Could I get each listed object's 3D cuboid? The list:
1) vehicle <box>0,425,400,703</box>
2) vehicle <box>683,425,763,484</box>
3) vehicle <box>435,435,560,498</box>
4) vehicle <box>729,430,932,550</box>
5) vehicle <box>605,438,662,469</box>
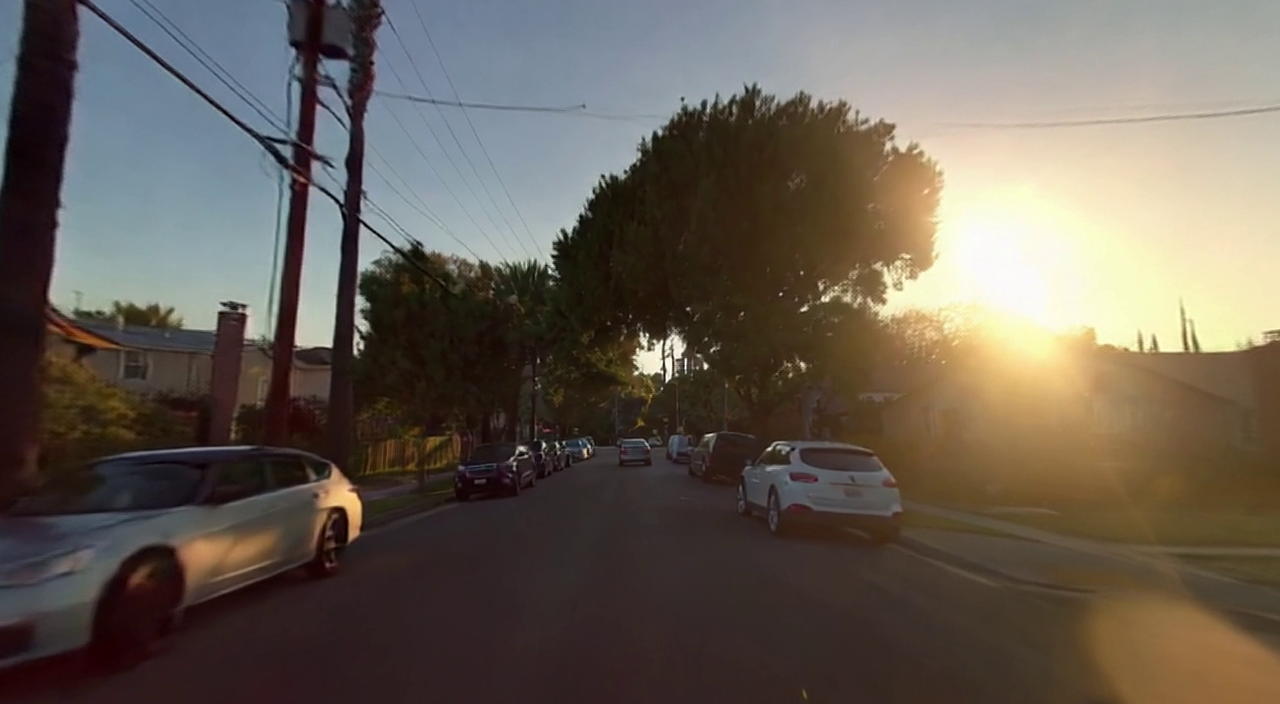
[{"bbox_3d":[-4.156,1.546,5.948,1.769,1.551,5.040,0,-8,0],"label":"vehicle"},{"bbox_3d":[3.005,3.903,24.258,2.292,1.981,5.277,0,-8,-1],"label":"vehicle"},{"bbox_3d":[-3.924,3.258,18.551,2.130,1.543,5.386,0,-8,3],"label":"vehicle"},{"bbox_3d":[2.937,2.231,11.017,2.060,1.614,4.652,0,-8,0],"label":"vehicle"},{"bbox_3d":[-0.432,5.299,33.297,2.081,1.483,4.599,2,-8,-12],"label":"vehicle"}]
